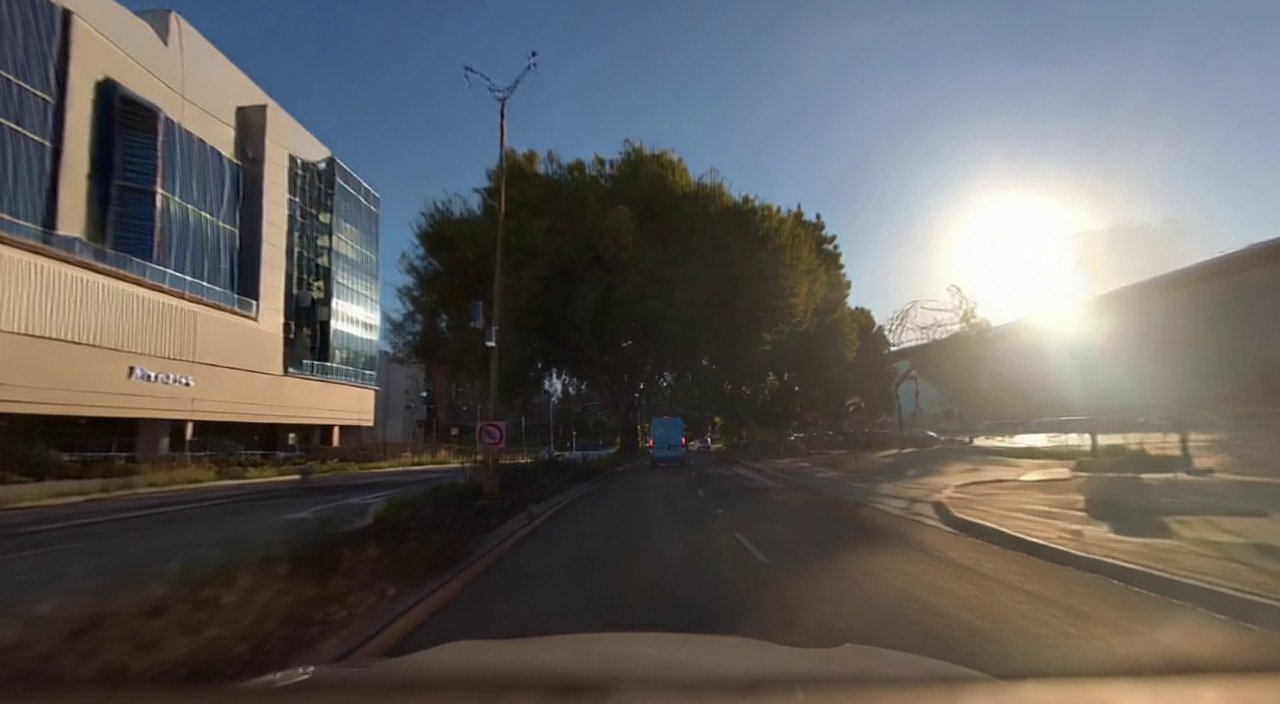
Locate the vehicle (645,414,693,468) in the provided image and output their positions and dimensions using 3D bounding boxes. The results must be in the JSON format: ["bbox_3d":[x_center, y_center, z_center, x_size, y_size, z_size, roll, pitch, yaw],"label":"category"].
[{"bbox_3d":[1.763,5.087,36.054,2.435,2.816,5.232,-1,-8,6],"label":"vehicle"}]
